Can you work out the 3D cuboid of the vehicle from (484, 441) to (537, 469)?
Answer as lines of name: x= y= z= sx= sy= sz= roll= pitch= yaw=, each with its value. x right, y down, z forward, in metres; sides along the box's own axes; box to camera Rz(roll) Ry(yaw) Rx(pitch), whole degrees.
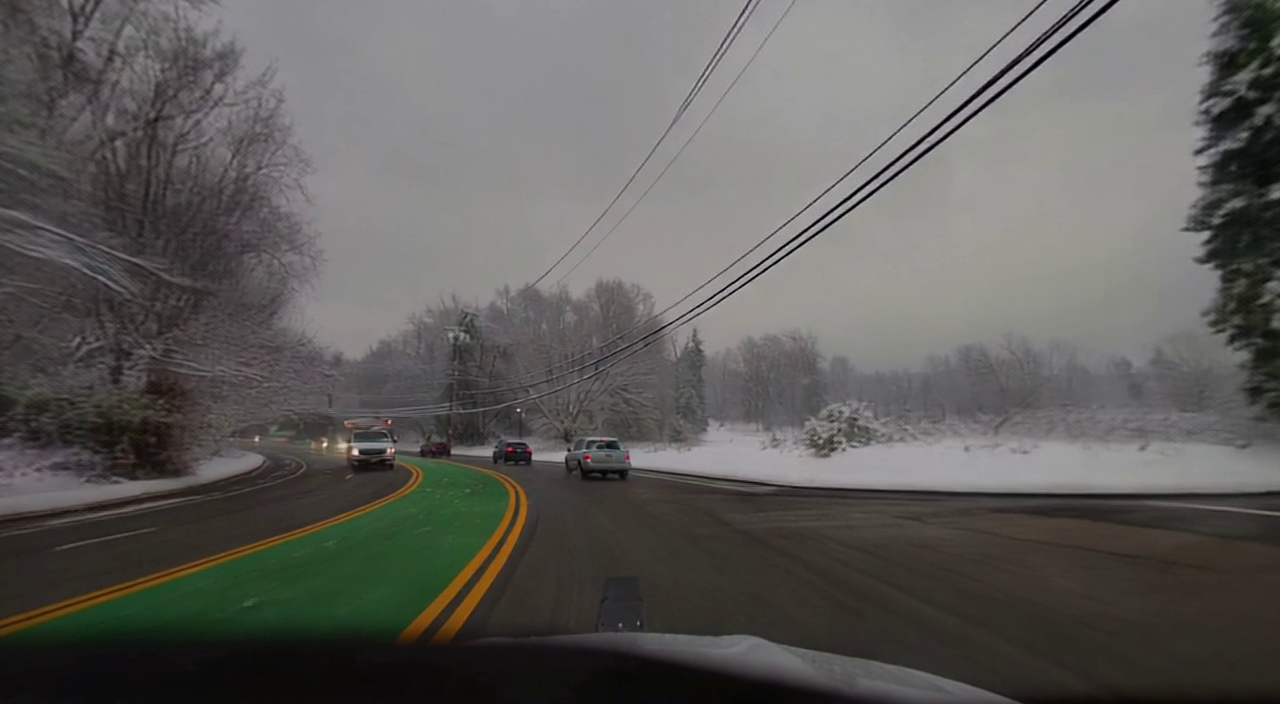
vehicle: x=-8.336 y=6.574 z=40.363 sx=2.075 sy=1.699 sz=4.520 roll=4 pitch=-10 yaw=-28

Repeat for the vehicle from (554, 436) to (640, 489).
vehicle: x=-1.716 y=4.074 z=23.566 sx=2.140 sy=1.767 sz=4.720 roll=2 pitch=-9 yaw=-17

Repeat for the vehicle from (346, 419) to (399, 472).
vehicle: x=-16.270 y=5.675 z=38.202 sx=2.413 sy=2.872 sz=6.823 roll=4 pitch=-10 yaw=-26
